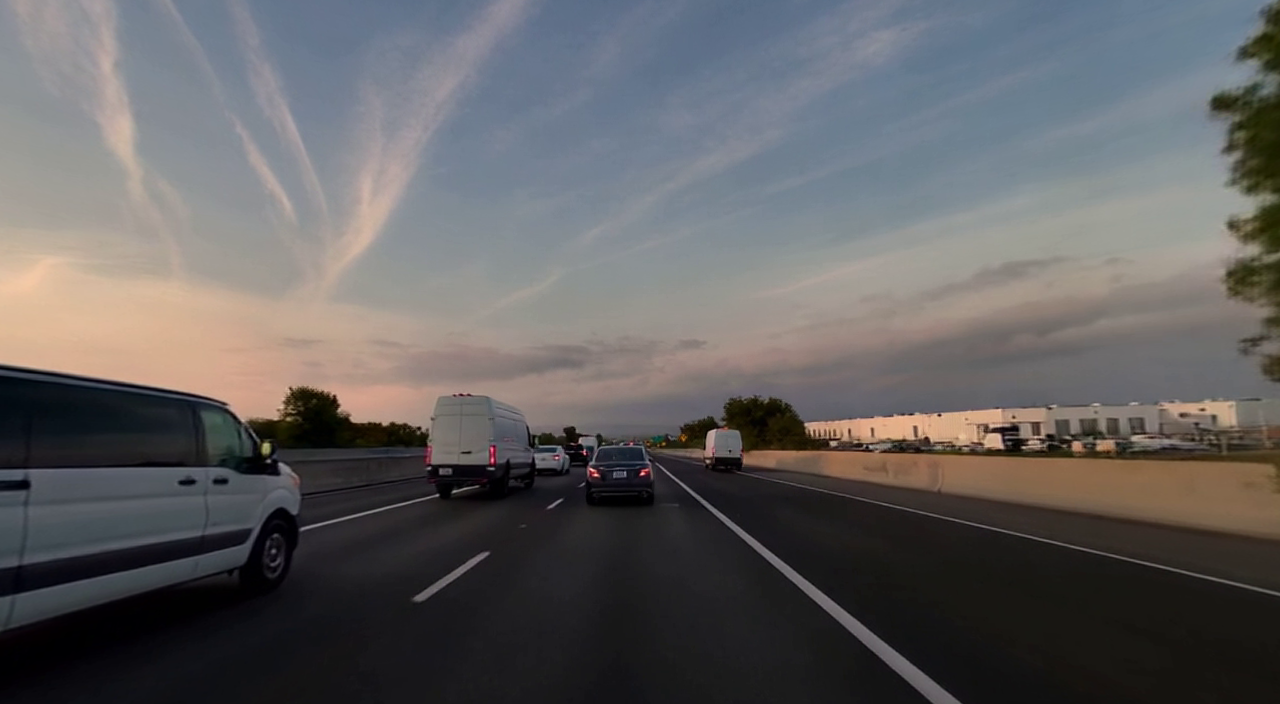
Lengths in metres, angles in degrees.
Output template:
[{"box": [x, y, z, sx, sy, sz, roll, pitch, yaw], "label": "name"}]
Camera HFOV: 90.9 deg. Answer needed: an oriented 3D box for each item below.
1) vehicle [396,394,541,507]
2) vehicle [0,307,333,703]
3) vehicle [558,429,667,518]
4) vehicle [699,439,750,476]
[{"box": [-4.561, 2.832, 18.245, 2.248, 2.626, 6.837, 0, -9, 0], "label": "vehicle"}, {"box": [-4.026, 0.843, 3.403, 2.253, 1.892, 4.823, 0, -9, 0], "label": "vehicle"}, {"box": [-0.519, 2.639, 14.096, 2.093, 1.695, 3.782, 0, -9, 0], "label": "vehicle"}, {"box": [4.219, 5.353, 32.102, 2.003, 1.754, 4.134, 0, -9, -1], "label": "vehicle"}]
